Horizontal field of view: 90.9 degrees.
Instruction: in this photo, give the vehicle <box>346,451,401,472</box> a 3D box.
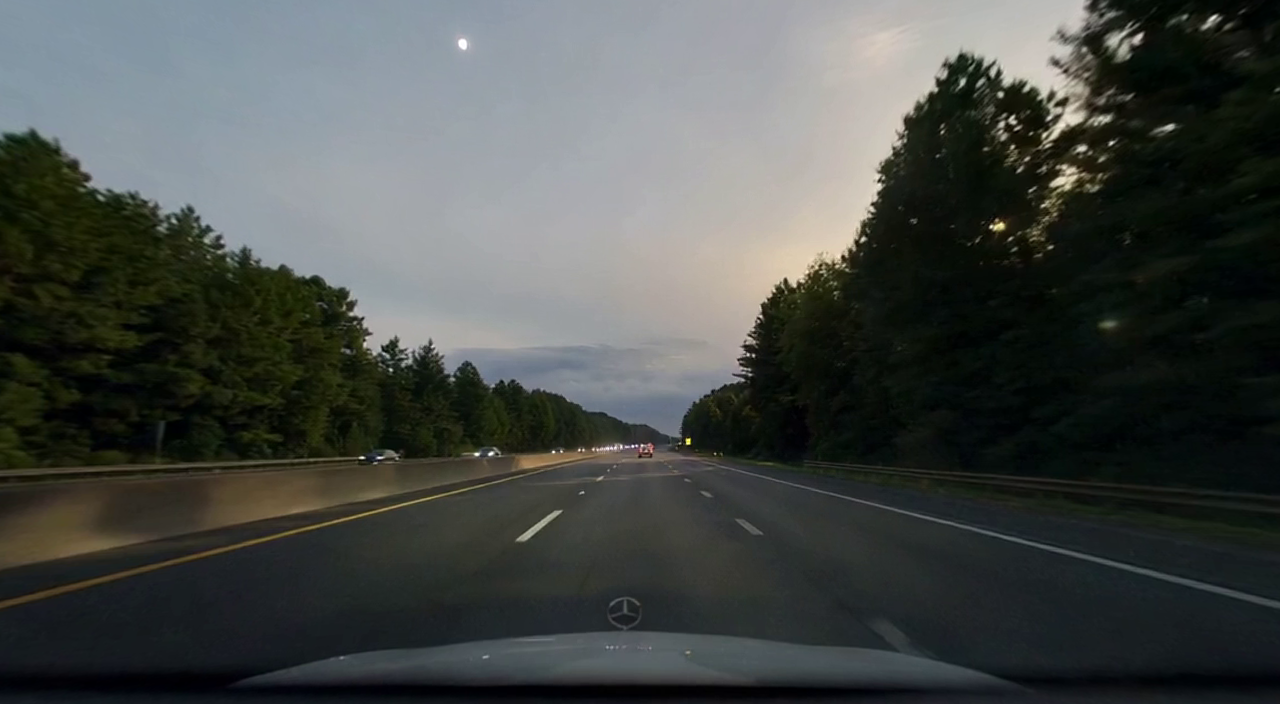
[{"bbox_3d":[-18.561,7.627,44.100,1.789,1.421,4.459,0,-9,1],"label":"vehicle"}]
